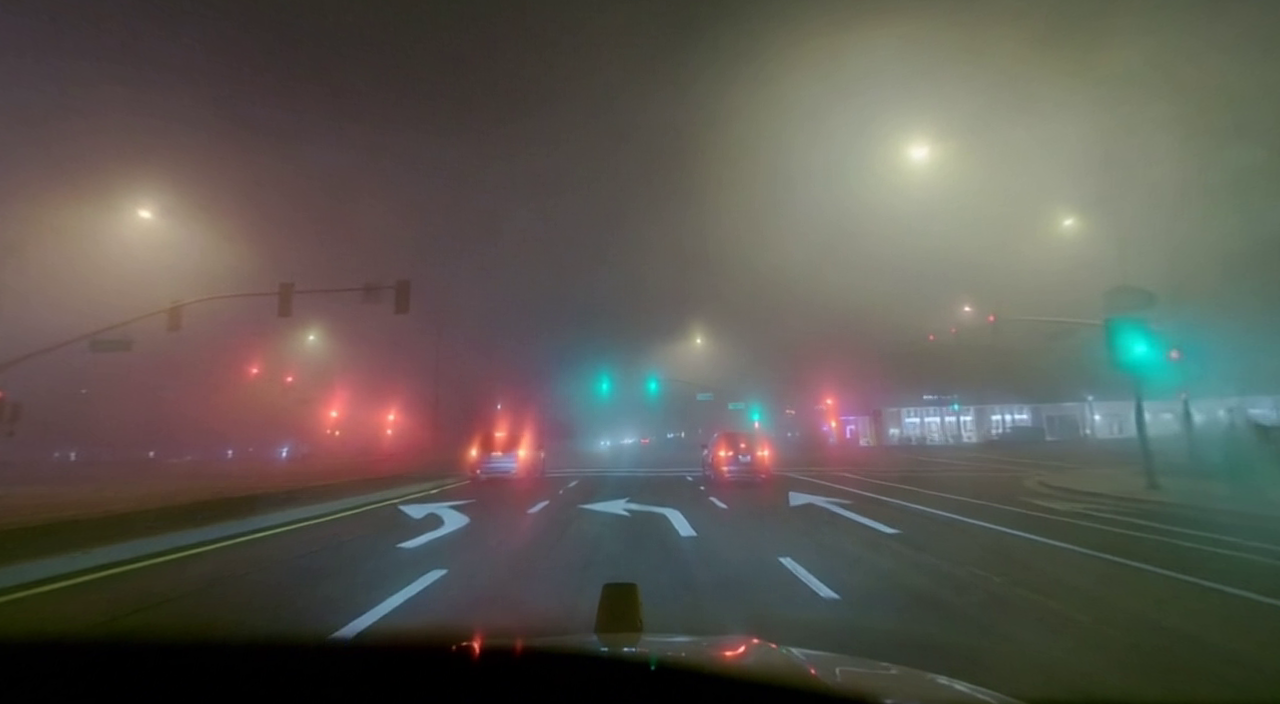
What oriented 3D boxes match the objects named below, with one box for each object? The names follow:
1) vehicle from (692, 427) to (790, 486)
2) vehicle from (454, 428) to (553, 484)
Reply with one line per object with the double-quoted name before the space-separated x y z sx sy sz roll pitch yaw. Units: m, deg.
"vehicle" 2.865 3.105 19.058 2.130 1.524 4.722 0 -8 -1
"vehicle" -4.026 3.160 19.457 1.973 1.526 4.533 0 -8 1
